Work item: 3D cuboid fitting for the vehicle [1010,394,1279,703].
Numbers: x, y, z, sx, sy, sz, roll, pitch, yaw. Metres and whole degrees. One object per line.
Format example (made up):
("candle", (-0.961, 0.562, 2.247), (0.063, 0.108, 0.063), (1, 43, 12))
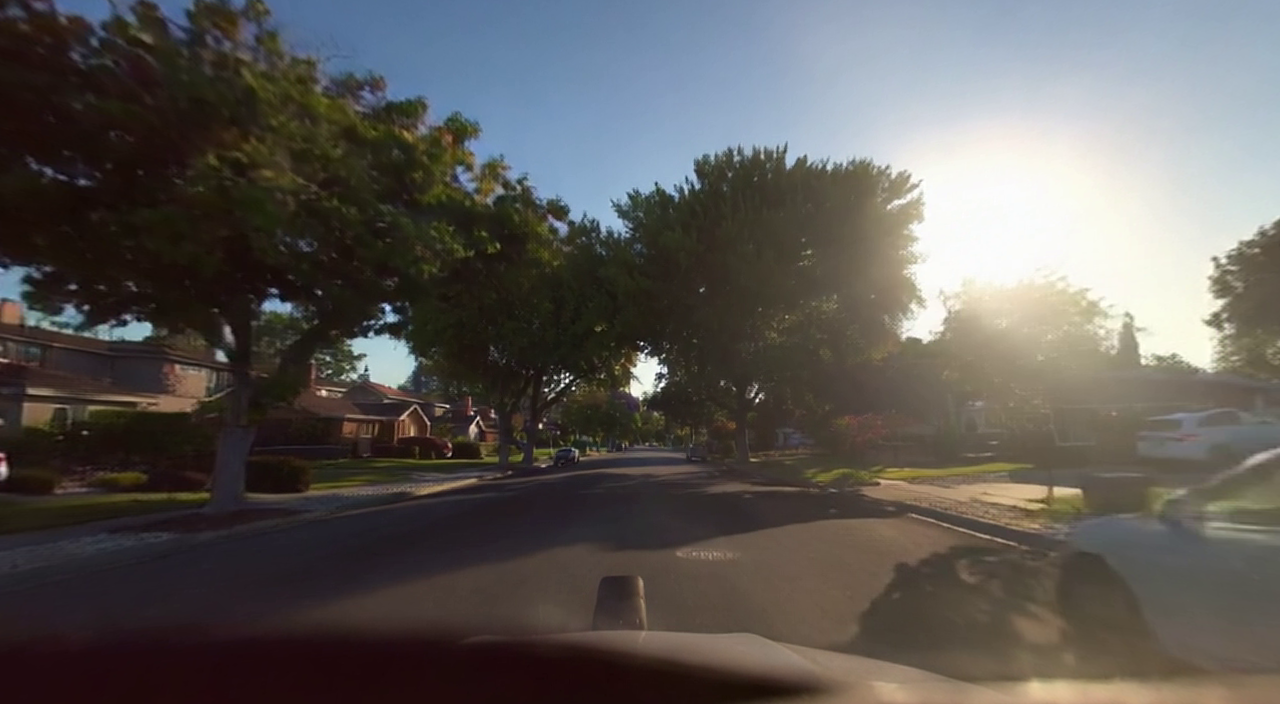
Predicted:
("vehicle", (3.863, 0.911, 2.262), (2.136, 1.596, 4.790), (0, -8, 0))

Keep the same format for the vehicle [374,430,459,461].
("vehicle", (-15.307, 6.470, 43.433), (5.003, 1.805, 2.041), (10, -13, -37))

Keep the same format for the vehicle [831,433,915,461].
("vehicle", (14.167, 5.735, 38.451), (4.391, 1.555, 1.953), (1, -7, -13))
